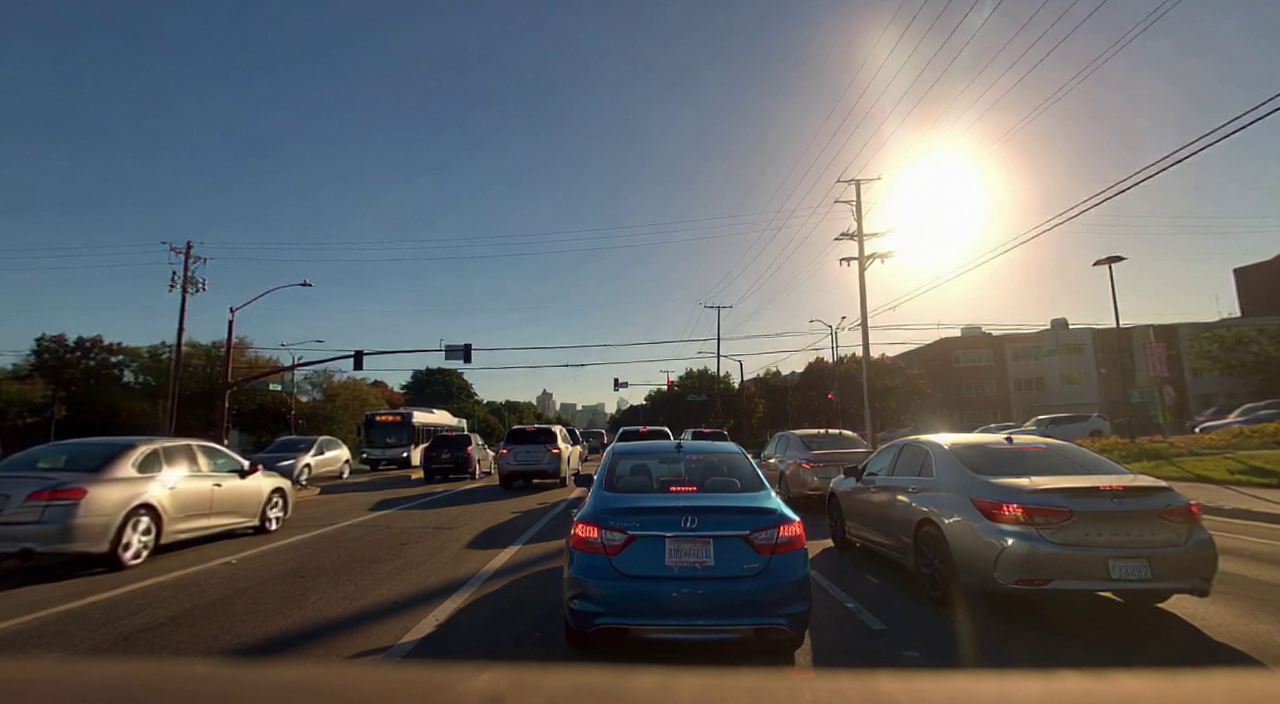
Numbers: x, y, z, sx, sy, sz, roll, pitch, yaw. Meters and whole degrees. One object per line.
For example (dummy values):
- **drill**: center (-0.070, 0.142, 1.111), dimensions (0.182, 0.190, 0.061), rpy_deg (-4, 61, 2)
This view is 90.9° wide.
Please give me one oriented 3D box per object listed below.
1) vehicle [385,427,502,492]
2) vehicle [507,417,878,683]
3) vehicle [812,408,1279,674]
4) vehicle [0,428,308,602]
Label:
- **vehicle**: center (-6.263, 3.490, 20.895), dimensions (2.070, 1.824, 5.196), rpy_deg (-1, -8, 2)
- **vehicle**: center (0.277, 1.415, 5.642), dimensions (2.109, 1.483, 3.964), rpy_deg (0, -8, -1)
- **vehicle**: center (3.121, 1.397, 5.797), dimensions (1.870, 1.523, 4.096), rpy_deg (0, -8, -1)
- **vehicle**: center (-6.414, 1.758, 7.853), dimensions (1.955, 1.497, 4.639), rpy_deg (-1, -8, 1)
